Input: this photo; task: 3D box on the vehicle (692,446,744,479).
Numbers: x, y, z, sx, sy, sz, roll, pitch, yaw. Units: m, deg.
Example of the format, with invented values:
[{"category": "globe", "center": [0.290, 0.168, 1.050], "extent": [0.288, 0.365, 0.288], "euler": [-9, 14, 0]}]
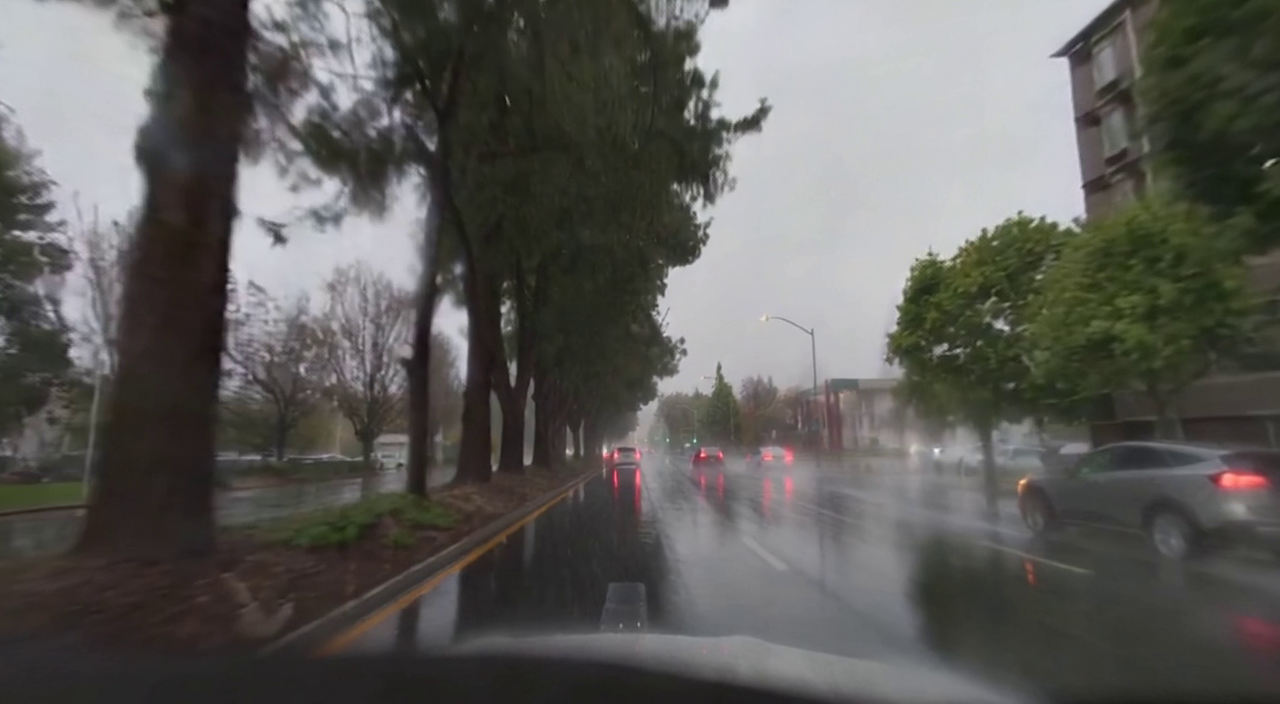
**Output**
[{"category": "vehicle", "center": [3.698, 5.320, 30.736], "extent": [2.020, 1.472, 3.958], "euler": [0, -8, 0]}]

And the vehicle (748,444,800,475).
[{"category": "vehicle", "center": [7.637, 6.141, 36.367], "extent": [1.945, 1.687, 4.292], "euler": [0, -8, -1]}]

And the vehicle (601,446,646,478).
[{"category": "vehicle", "center": [-0.777, 5.371, 31.216], "extent": [2.077, 1.477, 3.897], "euler": [0, -8, 0]}]

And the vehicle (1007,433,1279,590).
[{"category": "vehicle", "center": [7.119, 1.849, 8.160], "extent": [1.888, 1.508, 4.646], "euler": [0, -8, -1]}]

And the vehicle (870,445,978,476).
[{"category": "vehicle", "center": [14.252, 5.456, 31.957], "extent": [4.541, 1.487, 1.886], "euler": [-1, -9, 4]}]
